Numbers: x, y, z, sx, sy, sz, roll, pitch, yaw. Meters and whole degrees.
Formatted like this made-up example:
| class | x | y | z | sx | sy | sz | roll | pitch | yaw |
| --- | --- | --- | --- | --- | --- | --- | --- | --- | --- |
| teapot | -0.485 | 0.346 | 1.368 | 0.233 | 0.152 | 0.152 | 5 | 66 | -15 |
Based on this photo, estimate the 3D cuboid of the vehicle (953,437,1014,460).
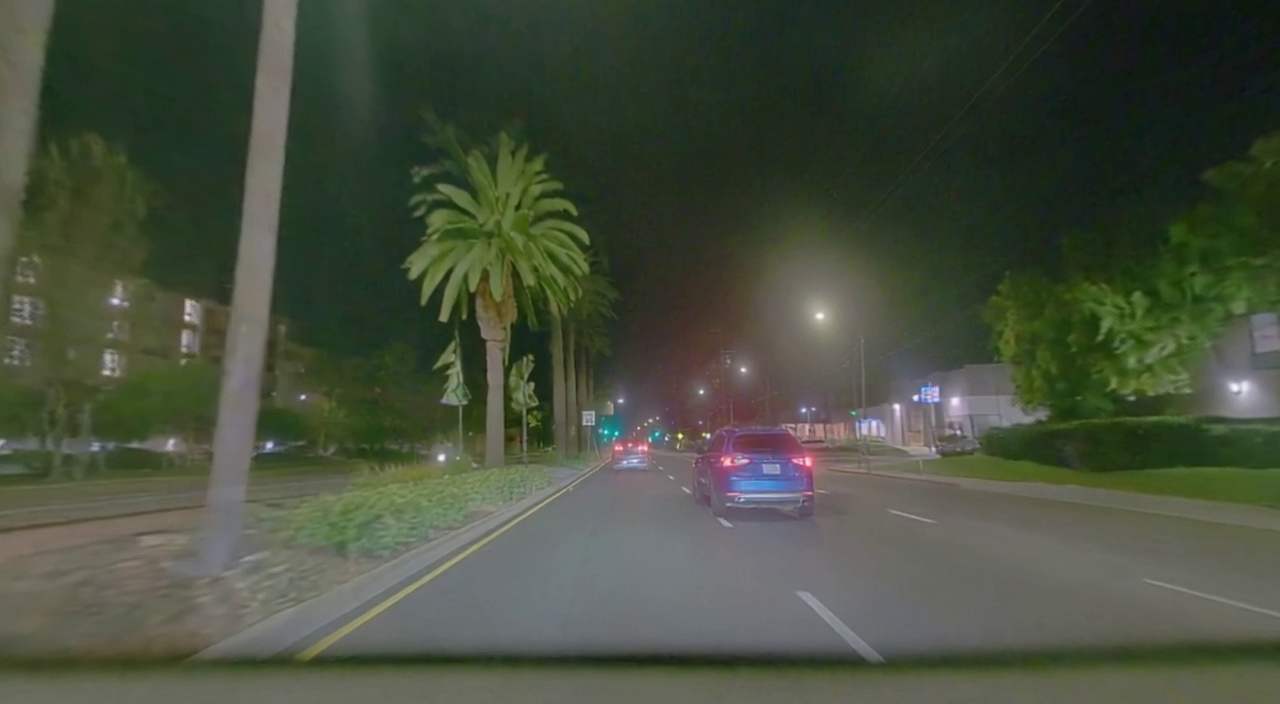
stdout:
| class | x | y | z | sx | sy | sz | roll | pitch | yaw |
| --- | --- | --- | --- | --- | --- | --- | --- | --- | --- |
| vehicle | 23.900 | 6.733 | 44.106 | 2.004 | 1.519 | 3.714 | 0 | -8 | -3 |

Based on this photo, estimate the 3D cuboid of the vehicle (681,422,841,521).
| class | x | y | z | sx | sy | sz | roll | pitch | yaw |
| --- | --- | --- | --- | --- | --- | --- | --- | --- | --- |
| vehicle | 2.254 | 2.390 | 13.201 | 2.239 | 1.693 | 4.301 | 0 | -8 | -3 |

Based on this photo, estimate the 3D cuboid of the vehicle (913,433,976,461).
| class | x | y | z | sx | sy | sz | roll | pitch | yaw |
| --- | --- | --- | --- | --- | --- | --- | --- | --- | --- |
| vehicle | 21.134 | 6.591 | 44.038 | 1.894 | 1.784 | 4.571 | 0 | -8 | -3 |

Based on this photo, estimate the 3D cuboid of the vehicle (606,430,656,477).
| class | x | y | z | sx | sy | sz | roll | pitch | yaw |
| --- | --- | --- | --- | --- | --- | --- | --- | --- | --- |
| vehicle | -0.386 | 4.305 | 26.966 | 1.981 | 1.854 | 3.983 | 0 | -8 | -1 |

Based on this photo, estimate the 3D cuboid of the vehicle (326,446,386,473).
| class | x | y | z | sx | sy | sz | roll | pitch | yaw |
| --- | --- | --- | --- | --- | --- | --- | --- | --- | --- |
| vehicle | -19.897 | 7.534 | 44.480 | 2.029 | 1.723 | 4.639 | 0 | -8 | 1 |

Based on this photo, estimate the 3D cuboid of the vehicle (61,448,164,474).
| class | x | y | z | sx | sy | sz | roll | pitch | yaw |
| --- | --- | --- | --- | --- | --- | --- | --- | --- | --- |
| vehicle | -31.756 | 6.578 | 38.096 | 4.404 | 1.487 | 1.868 | 0 | -8 | -3 |

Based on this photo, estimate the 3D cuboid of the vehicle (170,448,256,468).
| class | x | y | z | sx | sy | sz | roll | pitch | yaw |
| --- | --- | --- | --- | --- | --- | --- | --- | --- | --- |
| vehicle | -32.216 | 7.965 | 47.755 | 4.903 | 1.451 | 2.031 | 0 | -8 | -2 |
